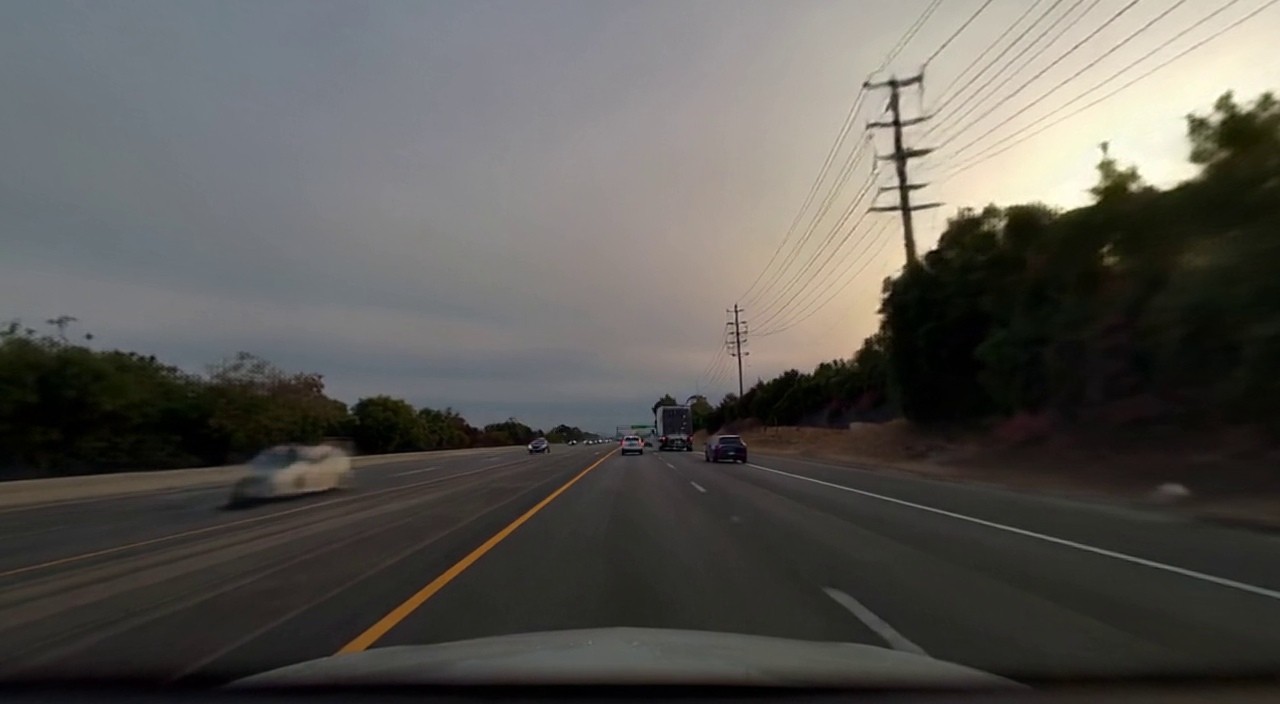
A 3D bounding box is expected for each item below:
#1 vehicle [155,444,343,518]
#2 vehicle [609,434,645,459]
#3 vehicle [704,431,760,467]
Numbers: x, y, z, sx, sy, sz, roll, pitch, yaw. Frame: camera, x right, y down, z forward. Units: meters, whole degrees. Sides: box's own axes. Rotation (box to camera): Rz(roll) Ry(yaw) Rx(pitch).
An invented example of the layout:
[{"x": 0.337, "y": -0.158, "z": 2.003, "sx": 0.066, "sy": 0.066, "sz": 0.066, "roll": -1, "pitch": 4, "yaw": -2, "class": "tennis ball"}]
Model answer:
[{"x": -9.151, "y": 2.990, "z": 15.302, "sx": 1.820, "sy": 1.451, "sz": 4.375, "roll": 0, "pitch": -8, "yaw": -1, "class": "vehicle"}, {"x": -0.842, "y": 6.004, "z": 40.201, "sx": 2.163, "sy": 1.466, "sz": 3.693, "roll": 0, "pitch": -8, "yaw": -1, "class": "vehicle"}, {"x": 4.256, "y": 4.557, "z": 29.832, "sx": 1.930, "sy": 1.573, "sz": 3.853, "roll": 0, "pitch": -8, "yaw": -2, "class": "vehicle"}]
